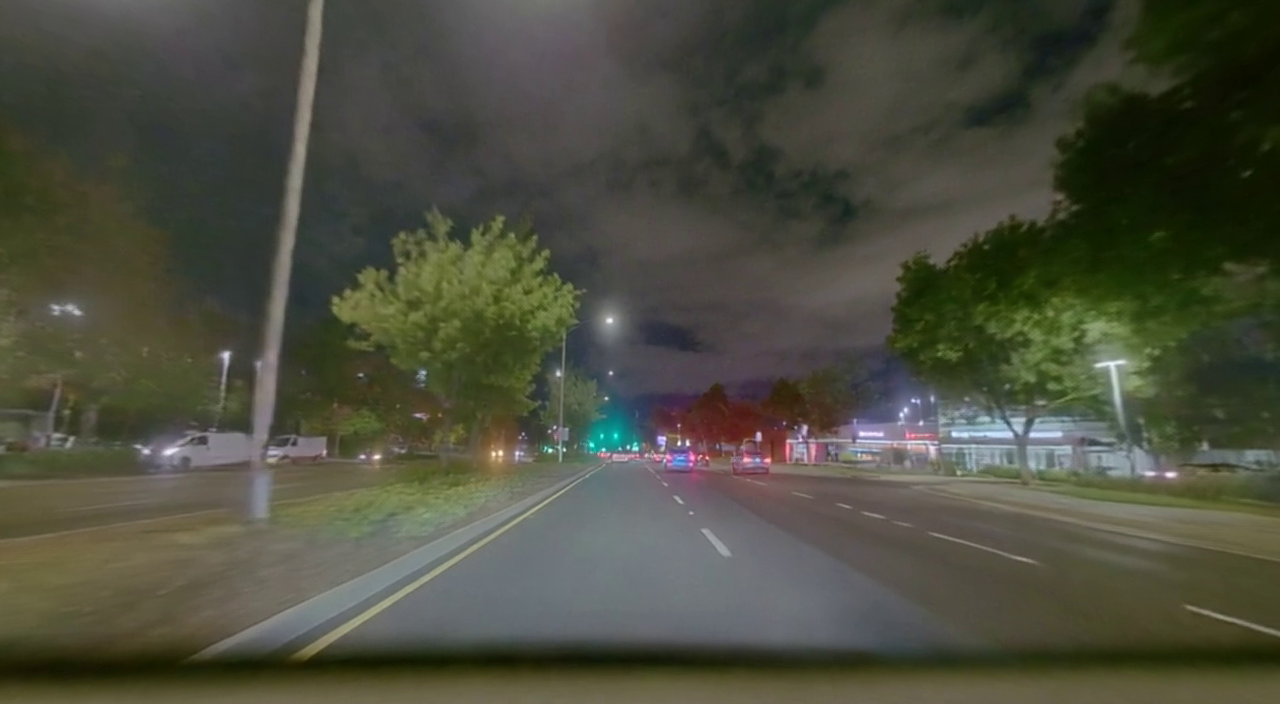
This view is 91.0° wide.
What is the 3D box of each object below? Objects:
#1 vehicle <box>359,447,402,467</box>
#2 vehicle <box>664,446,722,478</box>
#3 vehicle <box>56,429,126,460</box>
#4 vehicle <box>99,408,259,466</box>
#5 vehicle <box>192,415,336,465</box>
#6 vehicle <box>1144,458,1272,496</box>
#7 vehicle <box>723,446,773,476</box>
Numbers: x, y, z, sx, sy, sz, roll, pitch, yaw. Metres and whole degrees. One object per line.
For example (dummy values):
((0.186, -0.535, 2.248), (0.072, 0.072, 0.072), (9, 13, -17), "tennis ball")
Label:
((-20.413, 8.245, 49.669), (1.730, 1.516, 3.847), (1, -9, -1), "vehicle")
((2.523, 5.405, 31.145), (2.256, 1.451, 4.313), (1, -9, -3), "vehicle")
((-41.156, 6.955, 47.281), (2.149, 2.227, 3.723), (2, -8, -10), "vehicle")
((-27.107, 5.124, 37.427), (6.822, 3.138, 2.979), (4, -9, -17), "vehicle")
((-26.666, 6.325, 45.093), (8.121, 3.260, 2.889), (3, -9, -12), "vehicle")
((26.861, 5.899, 29.815), (4.586, 1.665, 1.968), (2, -9, -10), "vehicle")
((6.030, 6.092, 35.507), (1.886, 1.528, 4.169), (1, -9, -3), "vehicle")
